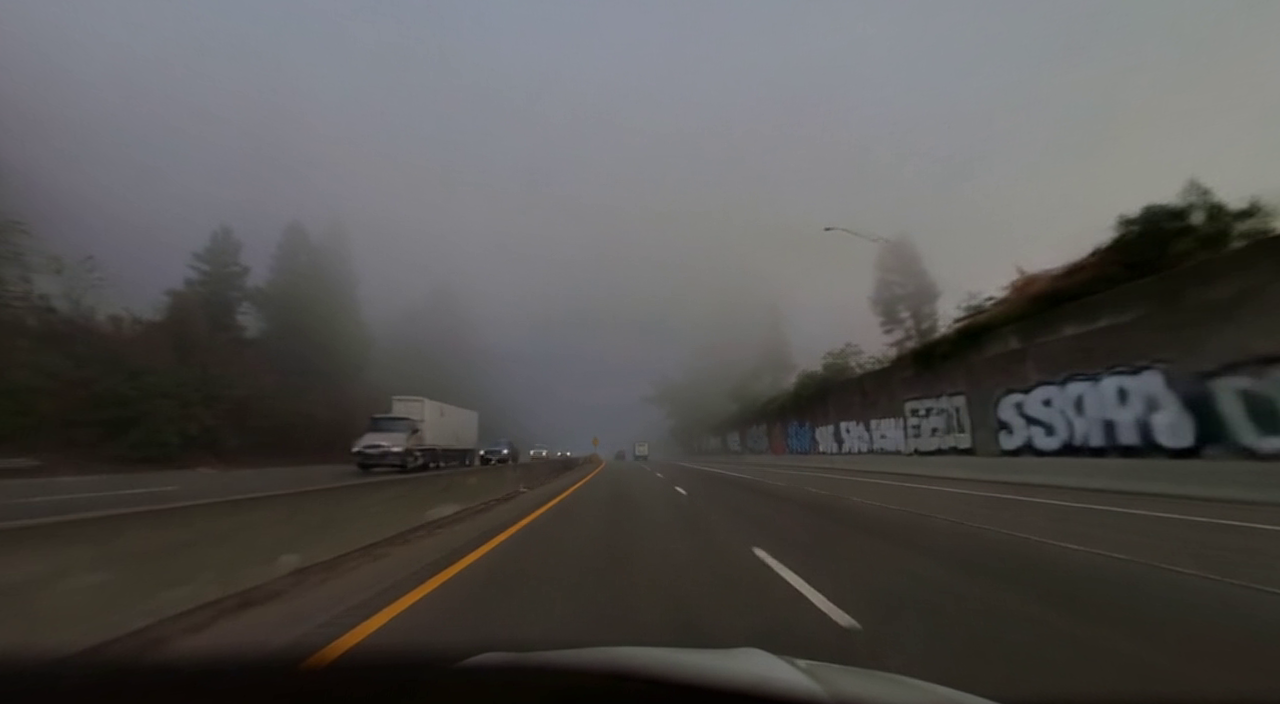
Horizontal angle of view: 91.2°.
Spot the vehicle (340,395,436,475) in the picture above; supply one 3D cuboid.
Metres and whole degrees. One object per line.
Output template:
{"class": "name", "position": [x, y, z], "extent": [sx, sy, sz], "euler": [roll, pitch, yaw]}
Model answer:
{"class": "vehicle", "position": [-14.065, 4.763, 35.571], "extent": [2.852, 4.117, 6.059], "euler": [0, -9, -1]}

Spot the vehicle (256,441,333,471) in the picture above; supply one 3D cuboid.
{"class": "vehicle", "position": [-19.288, 5.813, 35.210], "extent": [1.899, 1.577, 4.432], "euler": [0, -9, -2]}

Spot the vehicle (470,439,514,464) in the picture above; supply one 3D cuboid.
{"class": "vehicle", "position": [-9.975, 6.730, 42.510], "extent": [1.978, 1.542, 4.321], "euler": [0, -9, 0]}
